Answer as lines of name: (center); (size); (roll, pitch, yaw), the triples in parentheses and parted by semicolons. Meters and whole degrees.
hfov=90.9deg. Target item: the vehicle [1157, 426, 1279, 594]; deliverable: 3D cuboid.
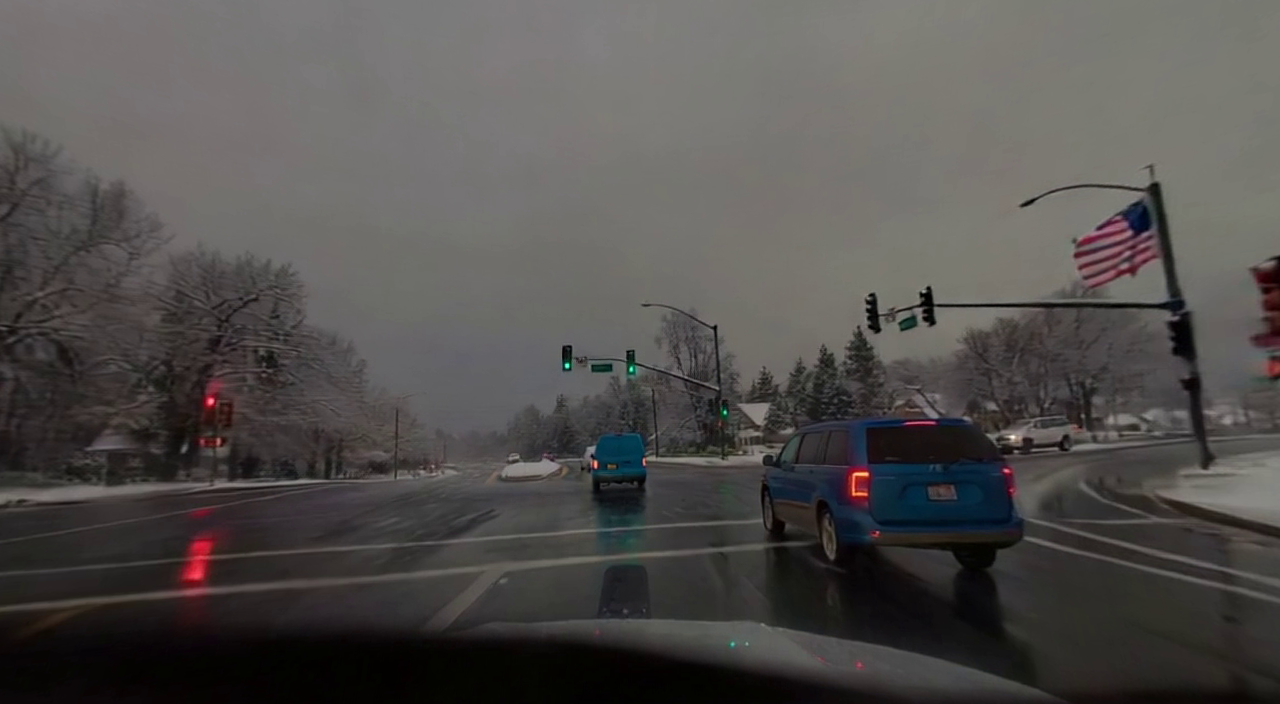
vehicle: (6.707, 1.232, 4.427); (2.124, 1.474, 4.880); (0, -8, 2)

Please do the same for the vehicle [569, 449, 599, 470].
vehicle: (-4.282, 8.145, 48.047); (1.887, 1.458, 4.275); (1, -9, -10)

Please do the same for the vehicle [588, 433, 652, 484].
vehicle: (-0.901, 4.192, 25.174); (2.185, 1.822, 4.583); (1, -8, -7)

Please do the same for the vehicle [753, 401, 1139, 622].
vehicle: (2.782, 1.562, 7.222); (2.024, 1.686, 4.588); (0, -8, -1)
